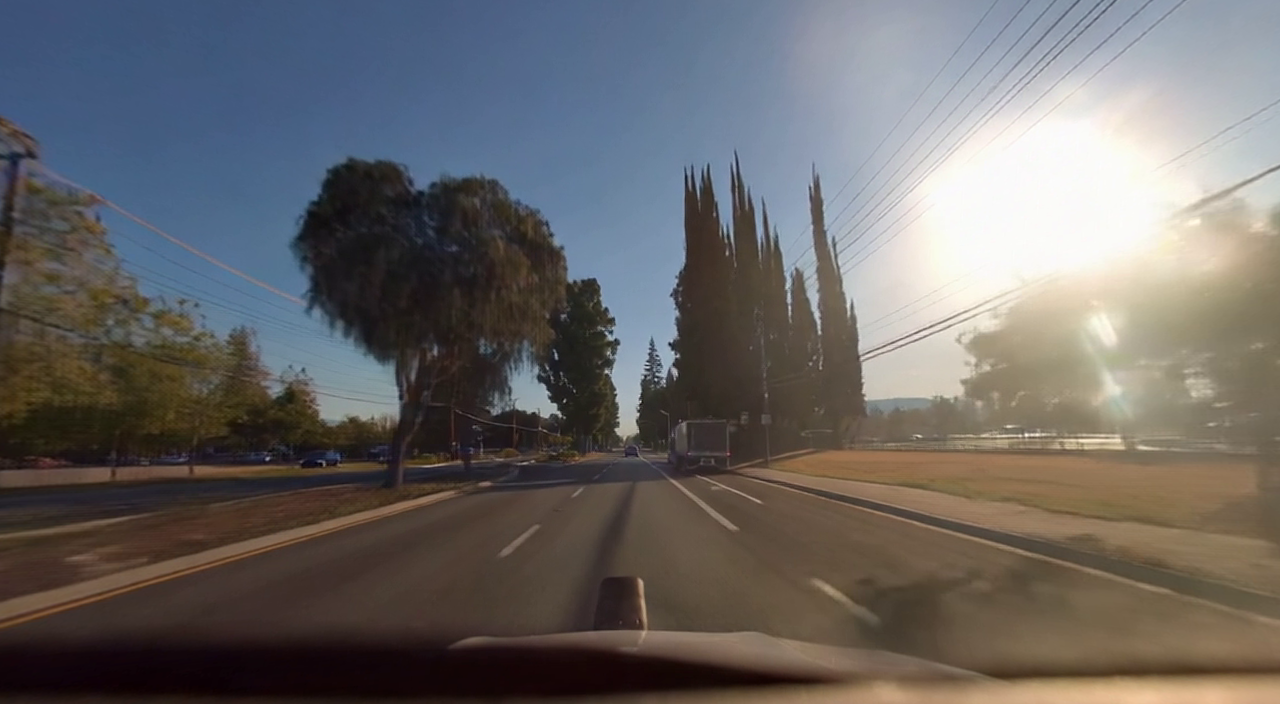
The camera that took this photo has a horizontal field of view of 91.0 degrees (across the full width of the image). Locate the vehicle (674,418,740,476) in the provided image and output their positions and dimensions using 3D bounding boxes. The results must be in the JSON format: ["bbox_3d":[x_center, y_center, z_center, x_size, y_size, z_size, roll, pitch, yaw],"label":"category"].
[{"bbox_3d":[3.514,5.272,34.943,2.706,2.880,7.117,0,-8,-2],"label":"vehicle"}]
